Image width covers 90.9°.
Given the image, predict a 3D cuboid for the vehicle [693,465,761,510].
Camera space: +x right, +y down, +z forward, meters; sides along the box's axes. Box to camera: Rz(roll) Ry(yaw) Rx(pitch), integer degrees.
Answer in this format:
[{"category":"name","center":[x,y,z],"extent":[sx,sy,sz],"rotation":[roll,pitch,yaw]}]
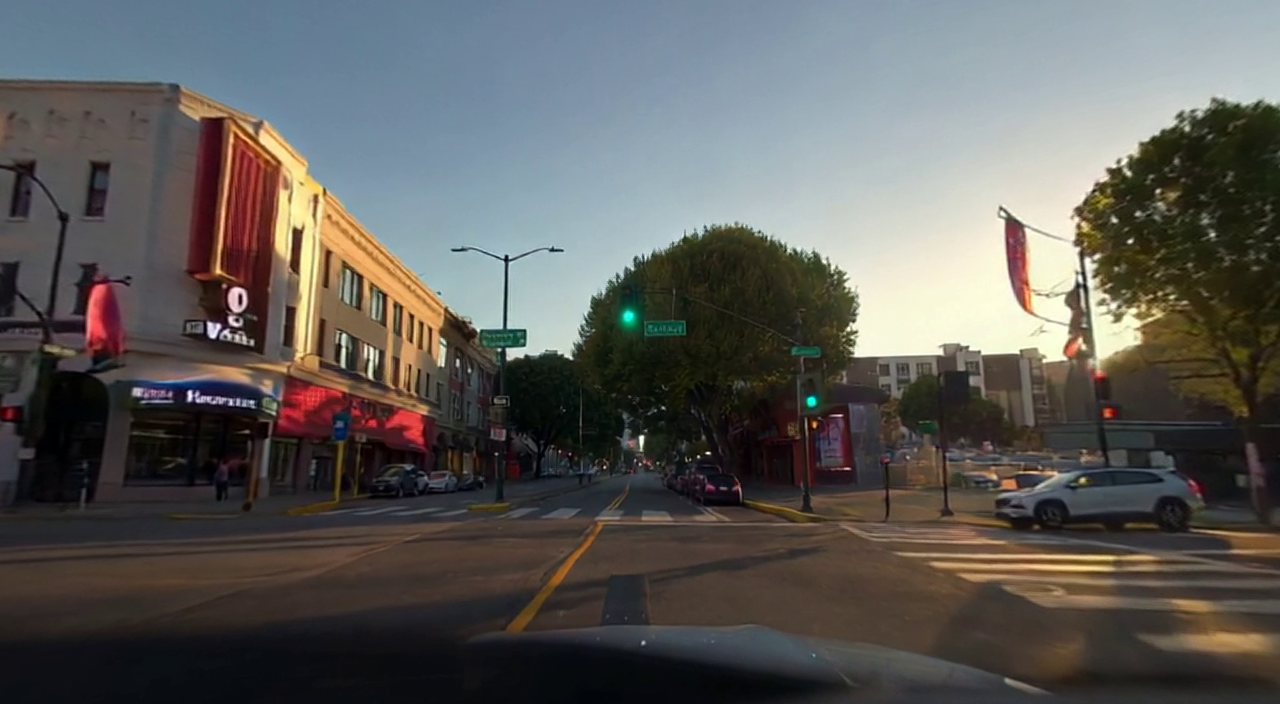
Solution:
[{"category":"vehicle","center":[3.429,5.428,25.629],"extent":[2.120,1.560,4.402],"rotation":[0,-9,0]}]

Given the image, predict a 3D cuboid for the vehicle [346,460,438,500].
[{"category":"vehicle","center":[-12.422,6.325,31.483],"extent":[4.447,1.790,2.206],"rotation":[-7,-11,38]}]

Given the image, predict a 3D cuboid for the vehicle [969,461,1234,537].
[{"category":"vehicle","center":[10.208,3.257,14.258],"extent":[4.330,1.517,2.045],"rotation":[0,-9,0]}]
